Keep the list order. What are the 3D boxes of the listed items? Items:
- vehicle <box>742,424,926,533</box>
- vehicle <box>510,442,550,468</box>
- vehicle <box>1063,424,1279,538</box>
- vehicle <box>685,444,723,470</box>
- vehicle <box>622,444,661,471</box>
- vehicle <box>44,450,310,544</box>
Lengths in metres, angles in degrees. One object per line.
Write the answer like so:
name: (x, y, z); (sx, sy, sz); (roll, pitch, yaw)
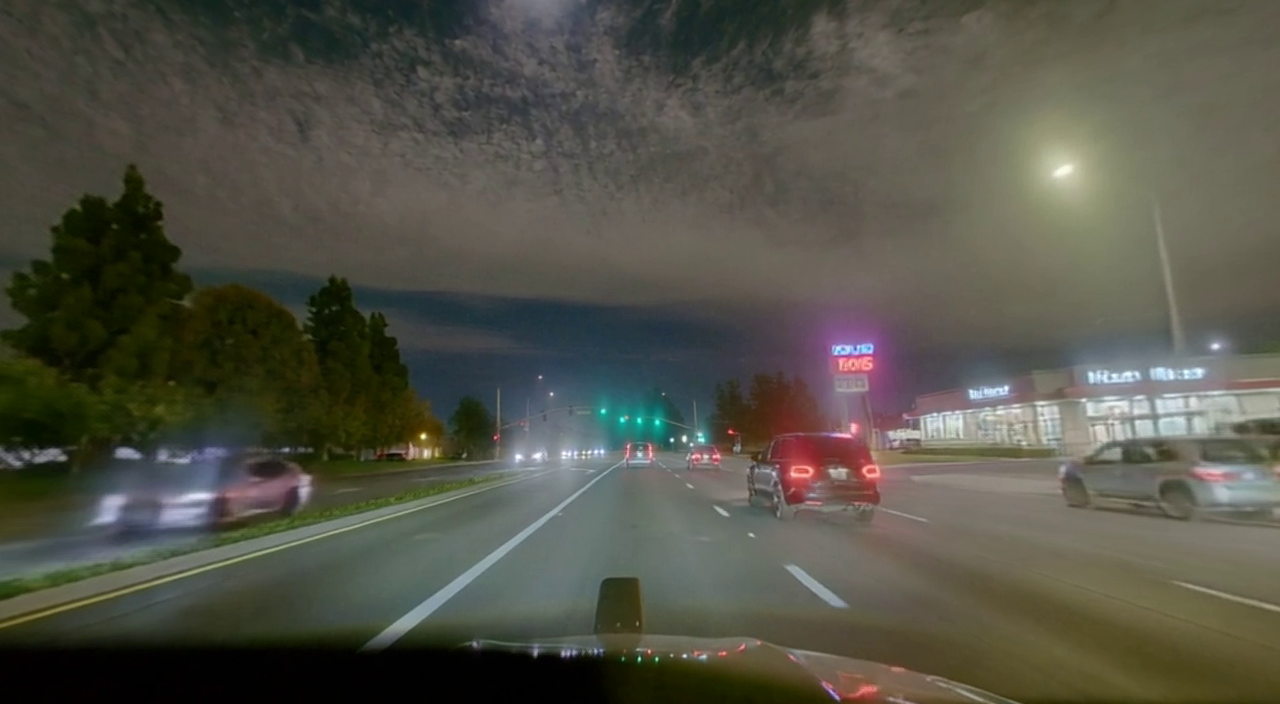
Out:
vehicle: (3.341, 2.272, 11.931); (2.022, 1.643, 4.326); (0, -9, -1)
vehicle: (-8.413, 7.901, 48.784); (2.142, 1.872, 4.689); (0, -9, 1)
vehicle: (10.771, 2.288, 11.829); (2.154, 1.690, 5.208); (0, -9, 1)
vehicle: (3.856, 6.420, 38.804); (1.889, 1.473, 4.303); (0, -9, 0)
vehicle: (0.084, 6.184, 37.190); (2.135, 1.468, 4.076); (0, -8, 0)
vehicle: (-8.467, 2.632, 12.199); (1.862, 1.446, 4.333); (0, -8, 0)
